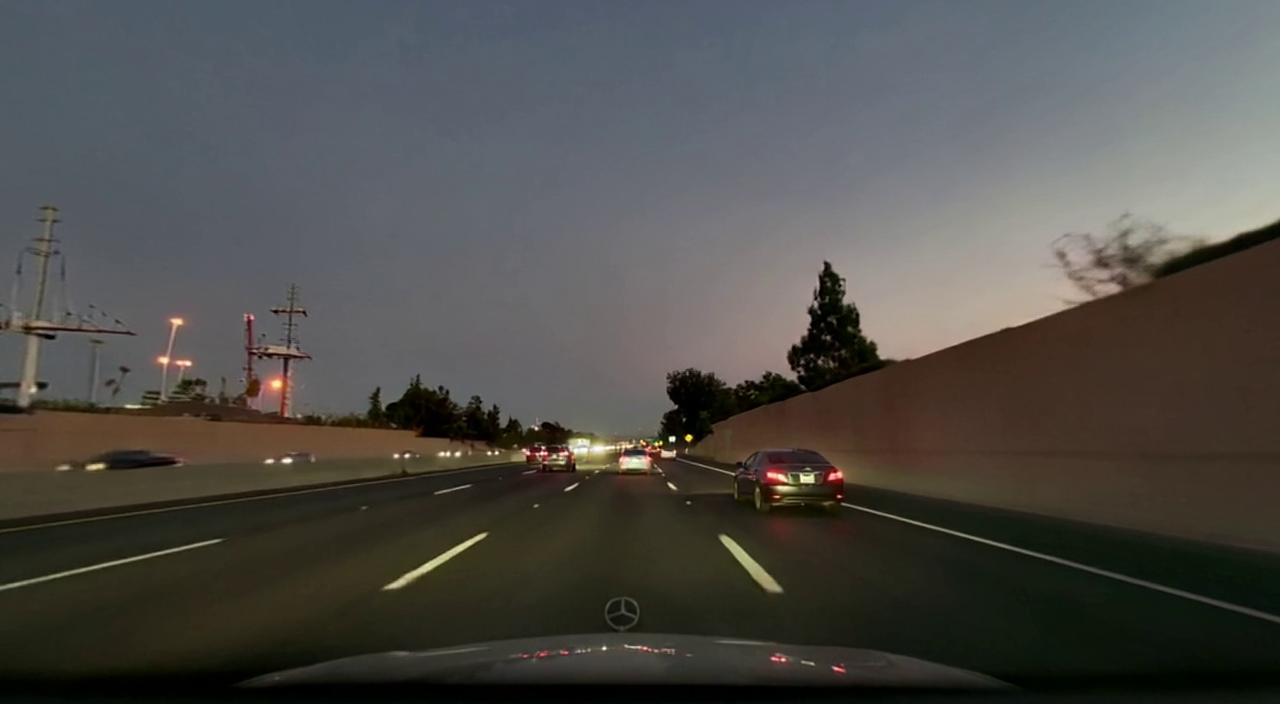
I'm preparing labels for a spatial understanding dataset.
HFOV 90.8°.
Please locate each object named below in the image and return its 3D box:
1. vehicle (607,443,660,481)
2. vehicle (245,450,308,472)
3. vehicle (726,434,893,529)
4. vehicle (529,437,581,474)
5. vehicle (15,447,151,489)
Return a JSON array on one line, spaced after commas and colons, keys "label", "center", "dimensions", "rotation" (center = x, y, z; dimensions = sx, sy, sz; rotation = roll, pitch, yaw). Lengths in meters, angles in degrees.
[{"label": "vehicle", "center": [-0.294, 4.561, 26.454], "dimensions": [2.045, 1.452, 4.040], "rotation": [0, -8, -1]}, {"label": "vehicle", "center": [-25.927, 7.786, 45.254], "dimensions": [1.819, 1.477, 4.502], "rotation": [0, -8, 0]}, {"label": "vehicle", "center": [3.071, 2.448, 12.598], "dimensions": [1.917, 1.507, 4.540], "rotation": [0, -8, -2]}, {"label": "vehicle", "center": [-4.371, 5.409, 33.141], "dimensions": [2.121, 1.775, 4.335], "rotation": [0, -8, 1]}, {"label": "vehicle", "center": [-22.026, 4.556, 25.237], "dimensions": [1.751, 1.510, 3.999], "rotation": [0, -8, 0]}]
